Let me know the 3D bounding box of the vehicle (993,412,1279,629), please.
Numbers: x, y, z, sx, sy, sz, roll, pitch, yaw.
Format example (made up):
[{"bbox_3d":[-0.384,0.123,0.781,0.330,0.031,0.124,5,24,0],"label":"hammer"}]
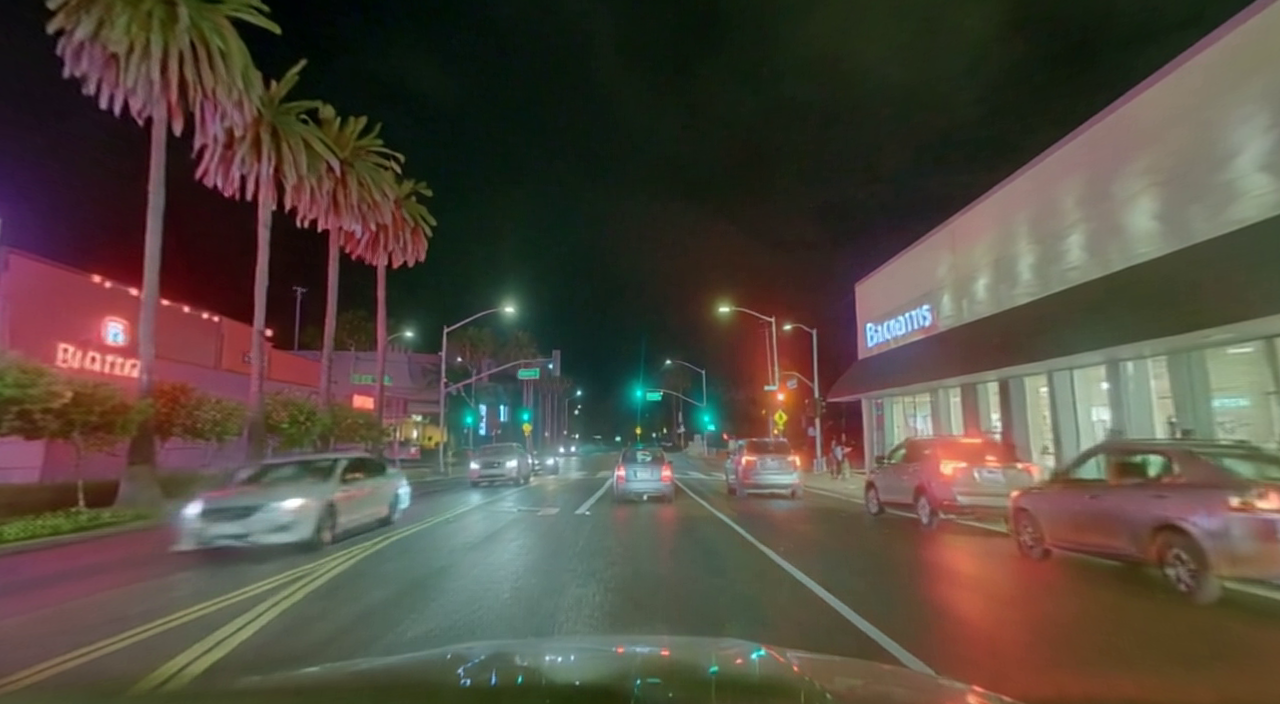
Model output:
[{"bbox_3d":[6.147,1.613,6.755,2.008,1.729,4.647,0,-9,0],"label":"vehicle"}]

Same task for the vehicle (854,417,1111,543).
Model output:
[{"bbox_3d":[6.149,2.363,12.354,1.981,1.893,5.238,0,-9,-1],"label":"vehicle"}]

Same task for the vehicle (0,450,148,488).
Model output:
[{"bbox_3d":[-25.687,5.239,28.709,1.873,1.507,4.809,-4,-9,23],"label":"vehicle"}]

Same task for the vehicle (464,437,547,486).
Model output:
[{"bbox_3d":[-5.332,4.413,25.757,2.341,1.762,4.865,0,-9,-1],"label":"vehicle"}]

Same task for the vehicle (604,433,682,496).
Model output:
[{"bbox_3d":[0.034,3.612,20.667,2.264,1.798,4.531,0,-9,-1],"label":"vehicle"}]

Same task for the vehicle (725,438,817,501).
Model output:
[{"bbox_3d":[3.937,3.614,19.787,2.070,1.711,4.480,-1,-9,3],"label":"vehicle"}]

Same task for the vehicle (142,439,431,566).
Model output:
[{"bbox_3d":[-5.020,2.175,9.916,2.092,1.504,4.374,0,-9,-2],"label":"vehicle"}]
